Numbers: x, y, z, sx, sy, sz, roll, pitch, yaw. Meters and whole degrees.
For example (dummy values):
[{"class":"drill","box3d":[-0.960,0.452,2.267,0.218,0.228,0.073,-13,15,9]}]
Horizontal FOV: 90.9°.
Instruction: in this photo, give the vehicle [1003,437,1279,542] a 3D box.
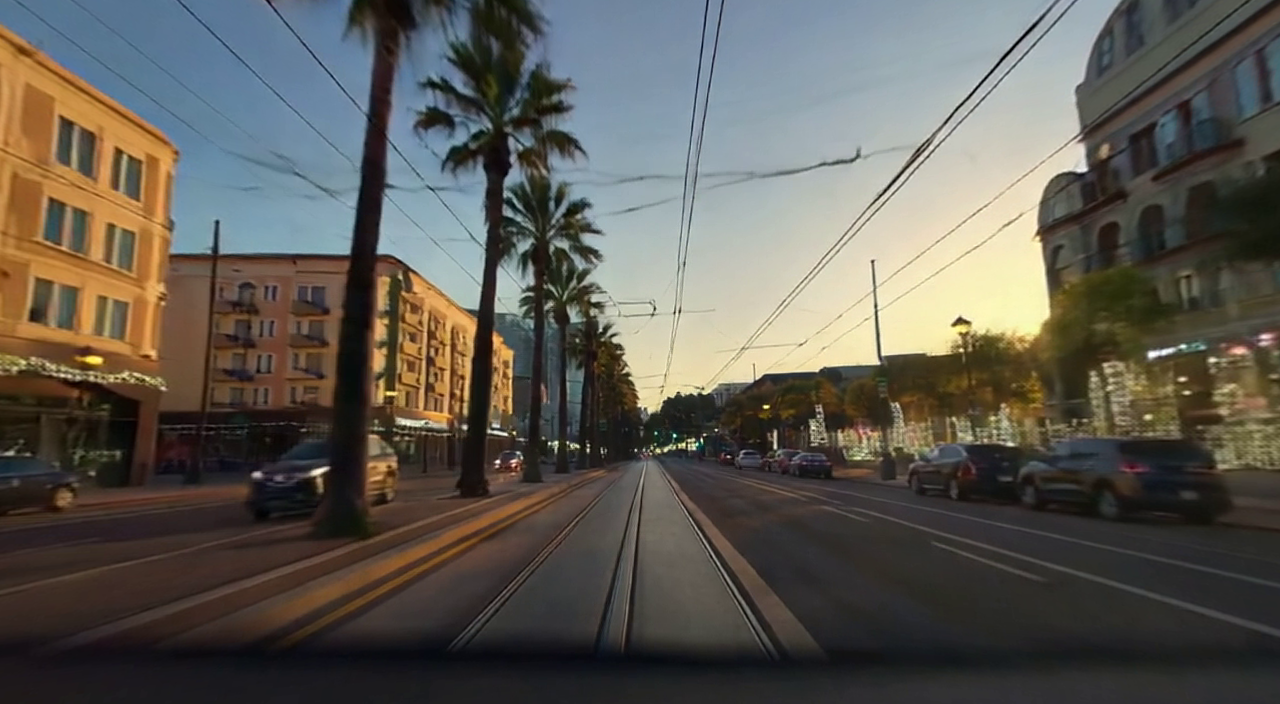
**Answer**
[{"class":"vehicle","box3d":[8.660,2.283,11.164,1.816,1.488,4.102,1,-9,-3]}]

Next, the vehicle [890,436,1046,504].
[{"class":"vehicle","box3d":[8.707,3.155,17.230,1.878,1.605,4.242,0,-9,-2]}]

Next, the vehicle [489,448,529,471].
[{"class":"vehicle","box3d":[-10.233,8.398,49.571,2.042,1.716,4.634,0,-9,2]}]

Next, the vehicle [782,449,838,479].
[{"class":"vehicle","box3d":[8.890,5.876,33.300,1.733,1.468,4.326,0,-9,0]}]

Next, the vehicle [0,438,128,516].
[{"class":"vehicle","box3d":[-16.022,3.109,15.895,1.971,1.818,4.851,0,-9,2]}]

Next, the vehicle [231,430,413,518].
[{"class":"vehicle","box3d":[-7.504,2.909,15.548,2.032,1.824,4.557,0,-9,1]}]
